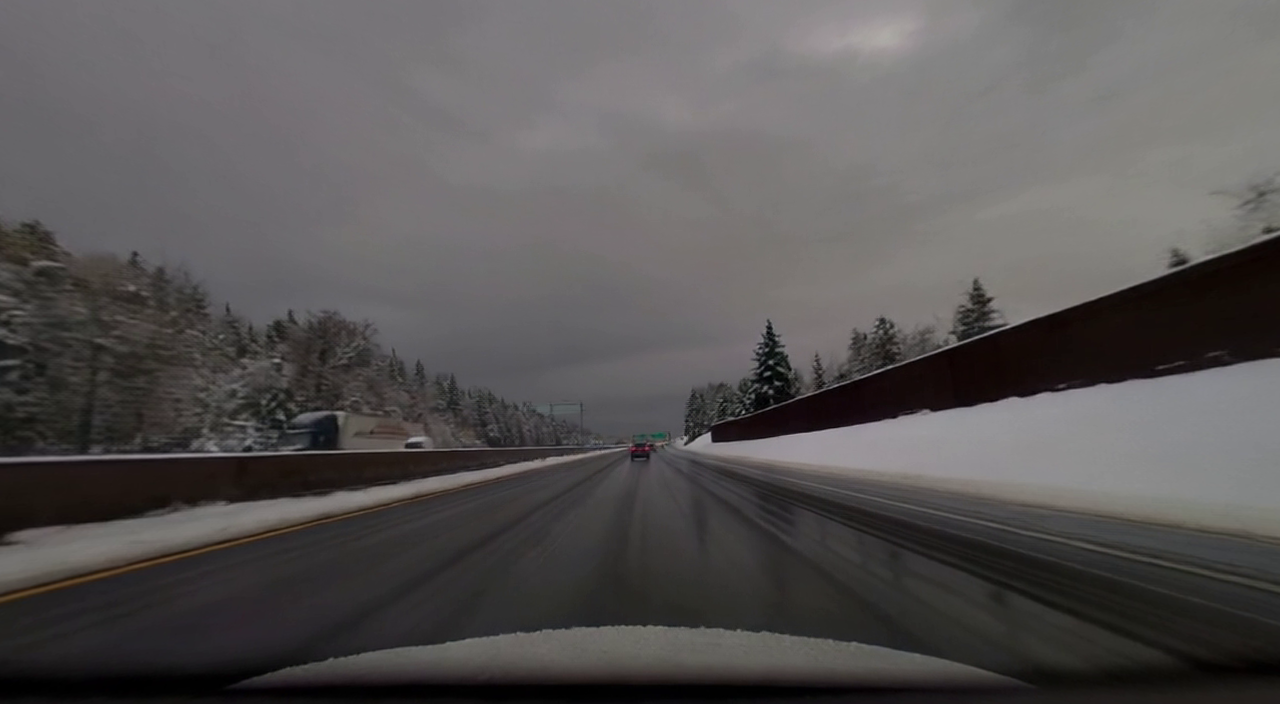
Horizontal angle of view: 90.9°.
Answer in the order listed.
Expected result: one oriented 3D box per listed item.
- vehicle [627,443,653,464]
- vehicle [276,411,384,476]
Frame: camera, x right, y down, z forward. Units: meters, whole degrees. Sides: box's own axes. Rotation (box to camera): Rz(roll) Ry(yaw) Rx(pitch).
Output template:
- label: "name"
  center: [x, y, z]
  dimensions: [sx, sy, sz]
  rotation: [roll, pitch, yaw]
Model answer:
- label: "vehicle"
  center: [0.004, 7.719, 47.887]
  dimensions: [1.873, 1.529, 3.953]
  rotation: [0, -9, 0]
- label: "vehicle"
  center: [-19.914, 5.988, 41.212]
  dimensions: [2.984, 3.802, 7.929]
  rotation: [0, -9, -1]
